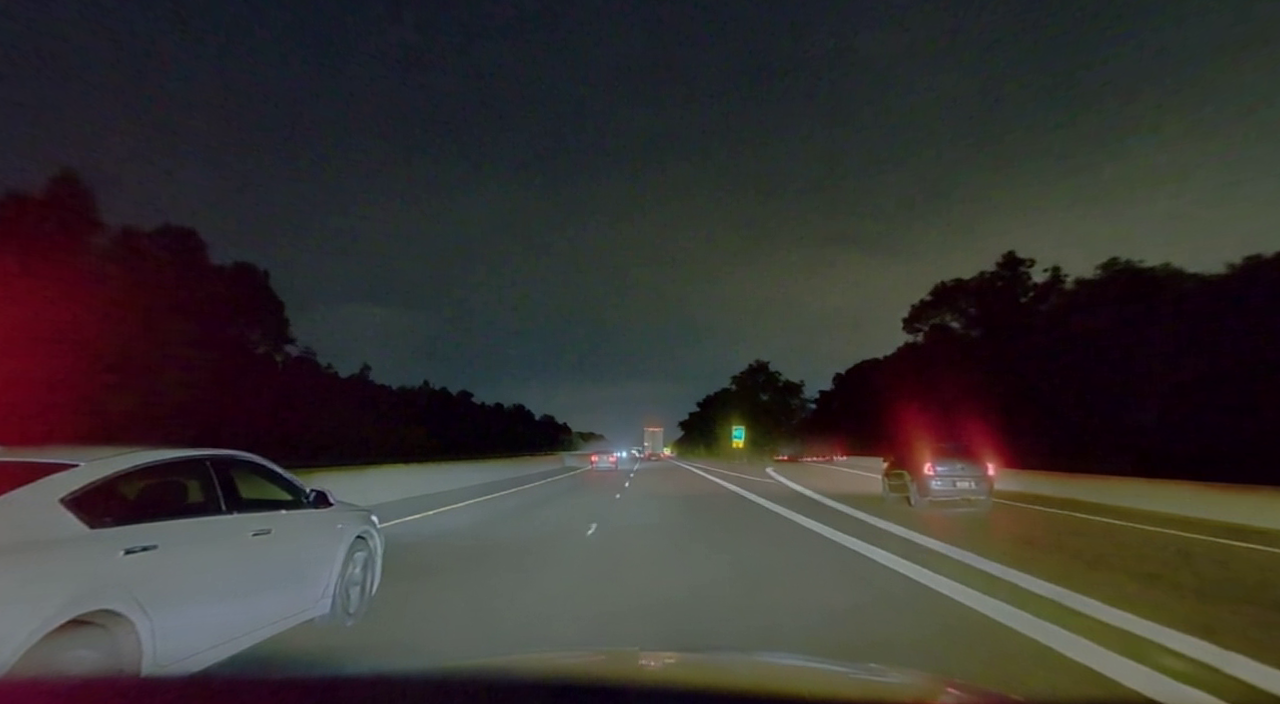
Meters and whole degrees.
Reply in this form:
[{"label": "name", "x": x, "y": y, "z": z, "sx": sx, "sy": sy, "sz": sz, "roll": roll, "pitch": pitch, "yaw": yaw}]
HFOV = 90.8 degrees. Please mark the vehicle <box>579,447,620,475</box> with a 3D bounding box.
[{"label": "vehicle", "x": -2.412, "y": 6.657, "z": 38.744, "sx": 2.184, "sy": 1.574, "sz": 5.004, "roll": 0, "pitch": -9, "yaw": 0}]
